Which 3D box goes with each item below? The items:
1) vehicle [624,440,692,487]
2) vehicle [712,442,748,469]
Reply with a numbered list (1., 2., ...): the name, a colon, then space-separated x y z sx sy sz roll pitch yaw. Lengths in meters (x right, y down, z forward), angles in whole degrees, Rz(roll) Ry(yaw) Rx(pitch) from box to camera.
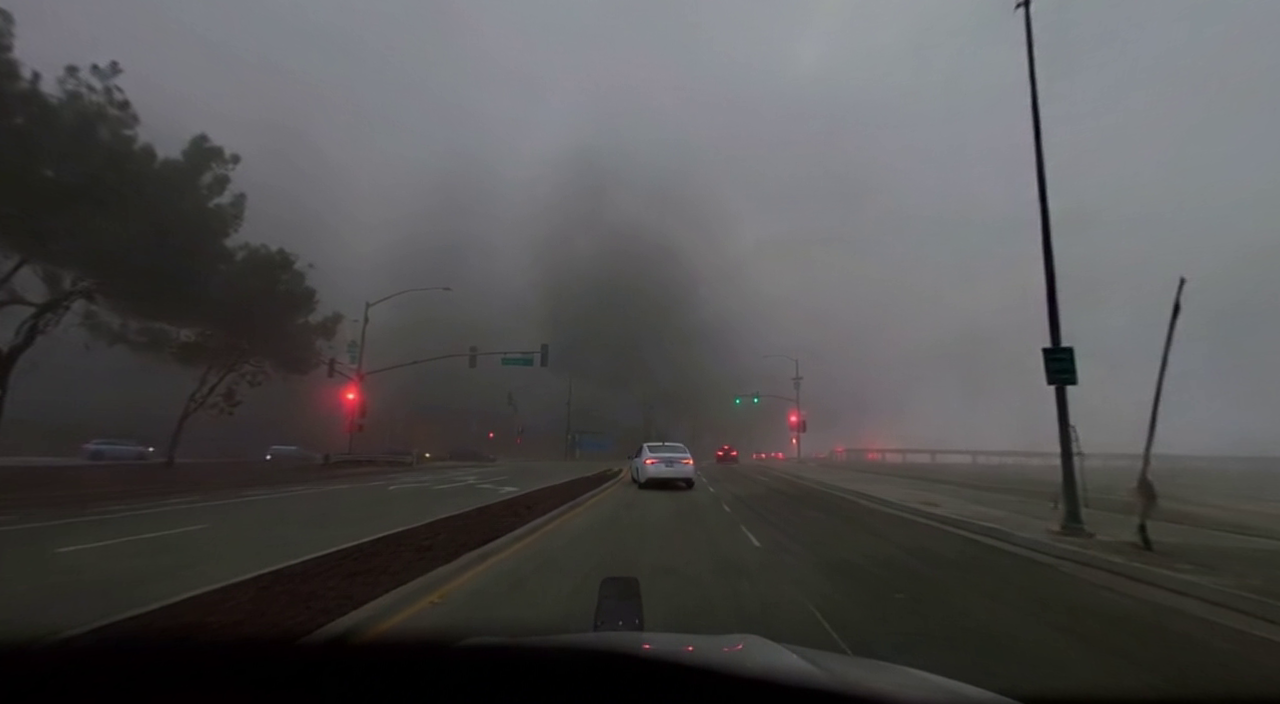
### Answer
1. vehicle: 0.732 3.904 22.512 2.173 1.479 4.264 -1 -8 4
2. vehicle: 6.404 7.414 45.546 2.092 1.851 4.913 0 -8 2
